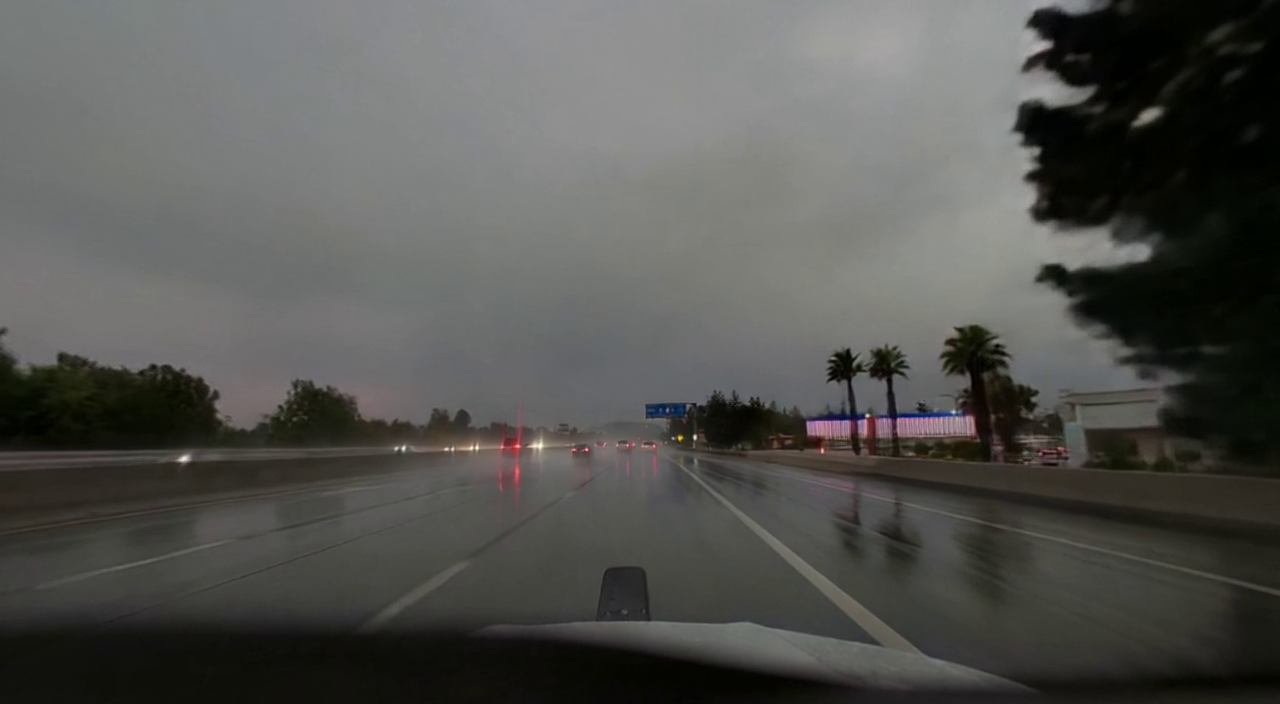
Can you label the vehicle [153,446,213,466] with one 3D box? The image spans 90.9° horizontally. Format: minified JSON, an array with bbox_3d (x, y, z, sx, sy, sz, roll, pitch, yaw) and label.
[{"bbox_3d":[-35.473,8.031,49.014,1.728,1.407,3.919,-1,-8,0],"label":"vehicle"}]
